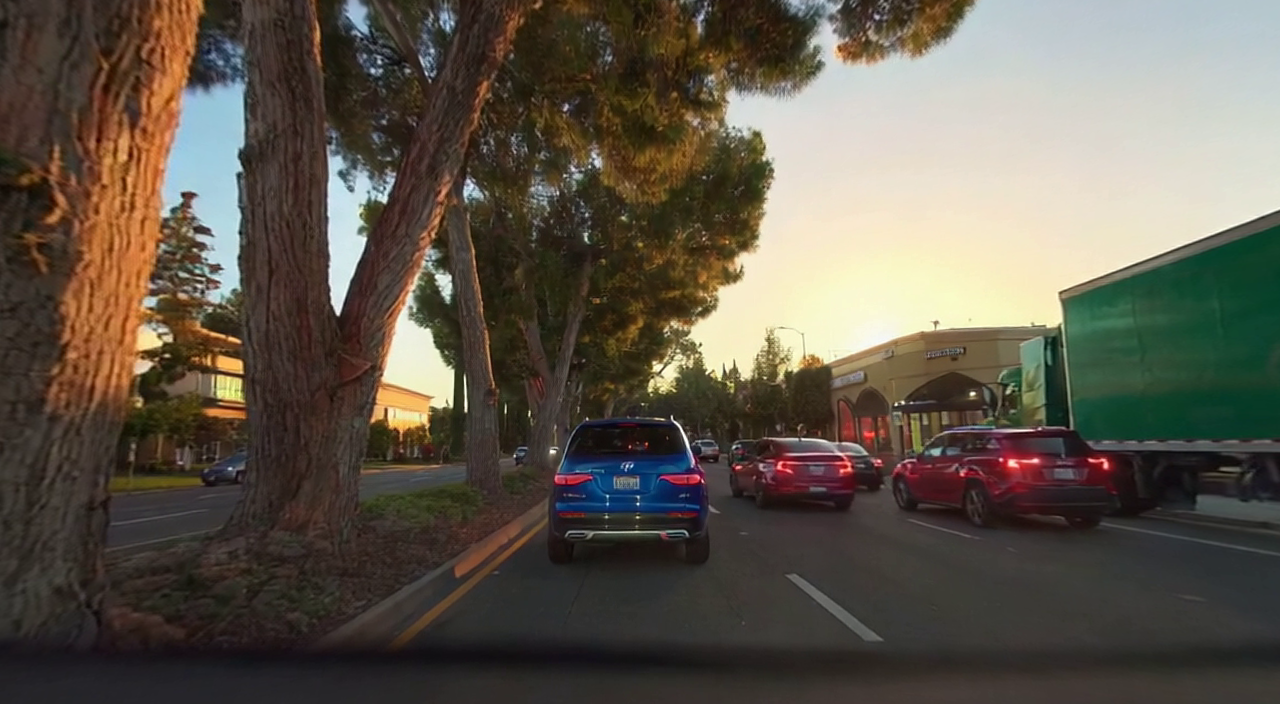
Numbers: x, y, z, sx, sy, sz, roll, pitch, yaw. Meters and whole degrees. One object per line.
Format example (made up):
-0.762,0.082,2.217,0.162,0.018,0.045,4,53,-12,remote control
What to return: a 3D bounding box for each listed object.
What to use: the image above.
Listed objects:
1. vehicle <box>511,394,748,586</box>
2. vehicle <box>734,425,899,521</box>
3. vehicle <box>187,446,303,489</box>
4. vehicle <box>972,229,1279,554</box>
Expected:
-0.121,1.672,8.409,2.320,1.880,4.192,0,-9,-1,vehicle
3.389,2.435,13.235,2.123,1.648,4.547,0,-9,0,vehicle
-19.330,5.636,31.305,2.302,1.939,5.221,0,-9,1,vehicle
9.986,0.352,7.237,2.879,4.284,17.334,0,-9,0,vehicle
